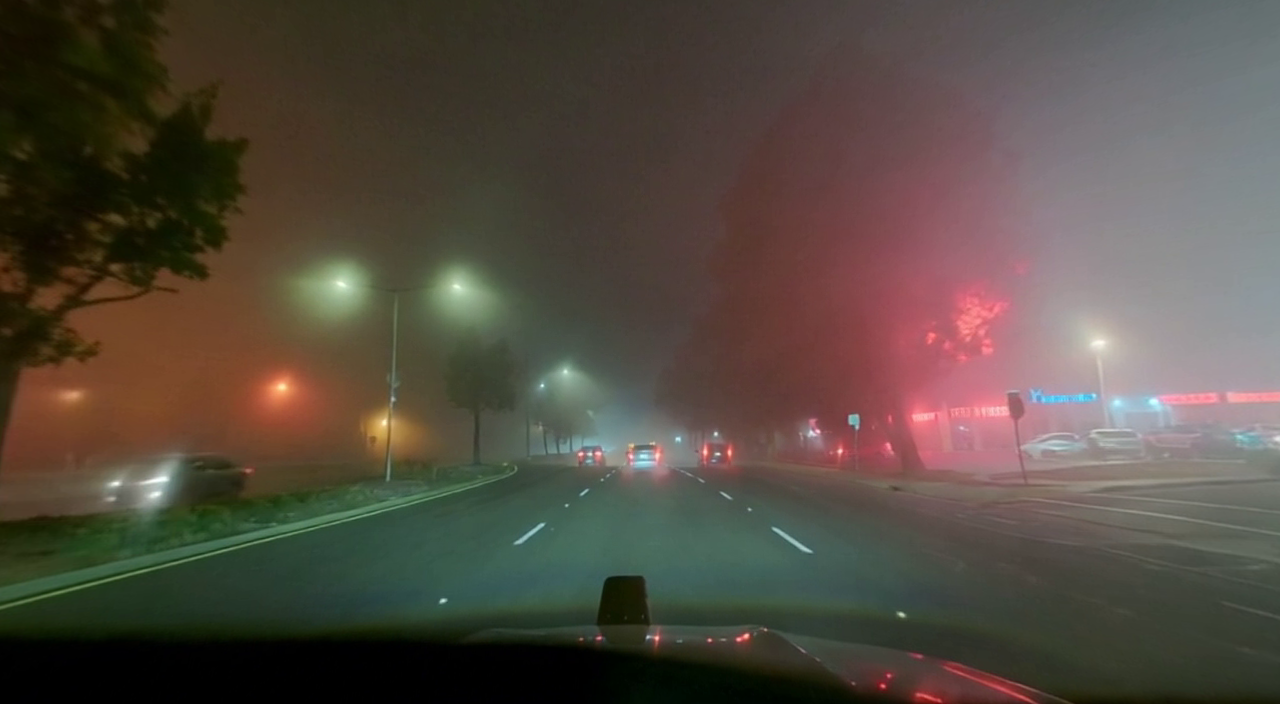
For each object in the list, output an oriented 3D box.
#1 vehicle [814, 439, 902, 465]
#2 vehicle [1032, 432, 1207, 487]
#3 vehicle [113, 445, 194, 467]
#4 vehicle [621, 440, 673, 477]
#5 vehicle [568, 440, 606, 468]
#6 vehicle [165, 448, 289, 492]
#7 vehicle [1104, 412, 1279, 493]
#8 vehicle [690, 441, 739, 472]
[{"bbox_3d":[12.902,5.961,37.585,4.622,1.469,1.934,-2,-9,9],"label":"vehicle"},{"bbox_3d":[14.989,3.385,20.132,2.099,1.526,4.555,-1,-8,2],"label":"vehicle"},{"bbox_3d":[-36.159,7.731,46.931,4.357,1.591,1.981,0,-9,-2],"label":"vehicle"},{"bbox_3d":[0.272,4.602,27.457,2.059,1.477,4.216,0,-8,0],"label":"vehicle"},{"bbox_3d":[-3.243,6.323,39.186,1.995,1.607,4.086,0,-8,0],"label":"vehicle"},{"bbox_3d":[-15.657,4.459,24.219,1.796,1.466,4.362,0,-8,0],"label":"vehicle"},{"bbox_3d":[17.394,3.006,19.201,2.131,2.070,5.579,-1,-9,-1],"label":"vehicle"},{"bbox_3d":[3.723,5.343,32.344,2.012,1.462,4.400,0,-8,0],"label":"vehicle"}]
